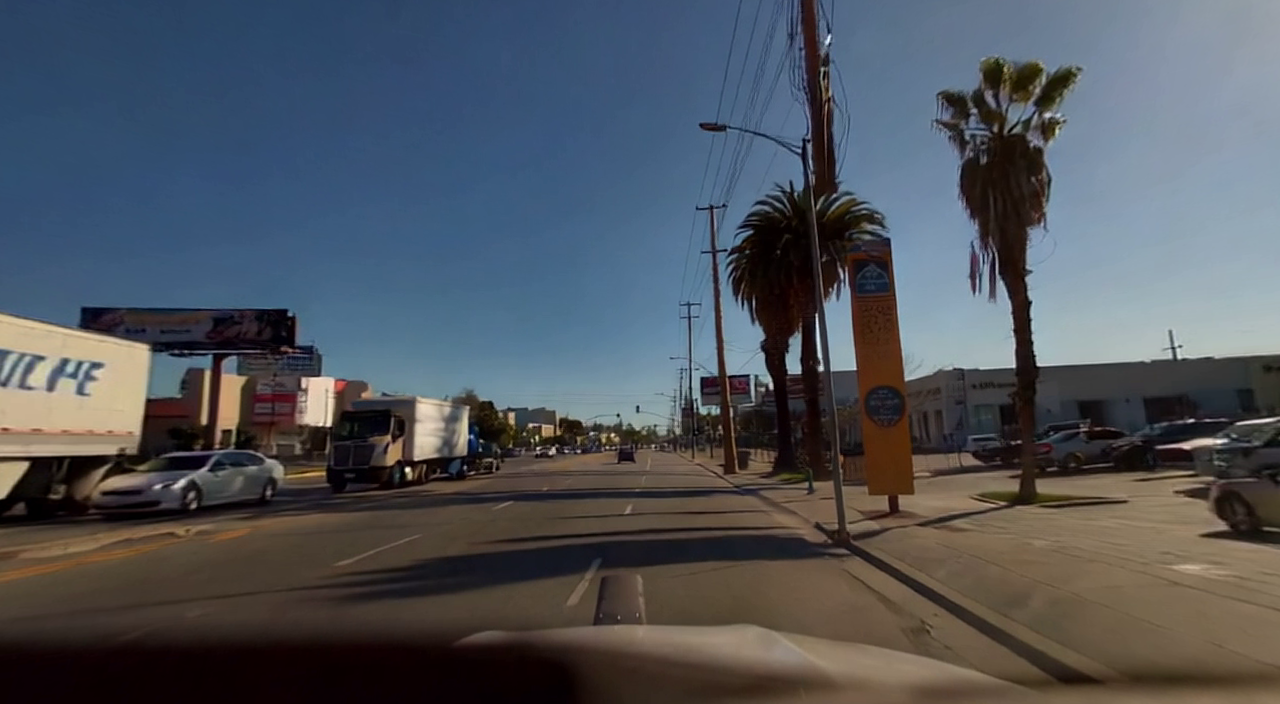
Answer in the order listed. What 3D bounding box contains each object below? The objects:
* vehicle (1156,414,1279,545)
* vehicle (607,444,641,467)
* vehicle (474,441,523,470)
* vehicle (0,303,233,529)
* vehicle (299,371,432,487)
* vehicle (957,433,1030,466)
[{"bbox_3d":[8.325,1.367,6.942,1.796,1.490,4.416,-3,-12,5],"label":"vehicle"},{"bbox_3d":[-1.085,7.356,44.987,2.040,1.492,5.114,-1,-9,3],"label":"vehicle"},{"bbox_3d":[-9.128,6.745,41.137,2.004,1.745,4.445,-1,-9,2],"label":"vehicle"},{"bbox_3d":[-13.414,0.836,9.507,2.876,4.151,17.071,-1,-9,2],"label":"vehicle"},{"bbox_3d":[-9.861,2.898,23.161,3.027,3.903,3.372,-1,-10,3],"label":"vehicle"},{"bbox_3d":[18.009,4.984,32.403,1.697,1.559,3.647,-1,-9,2],"label":"vehicle"}]
